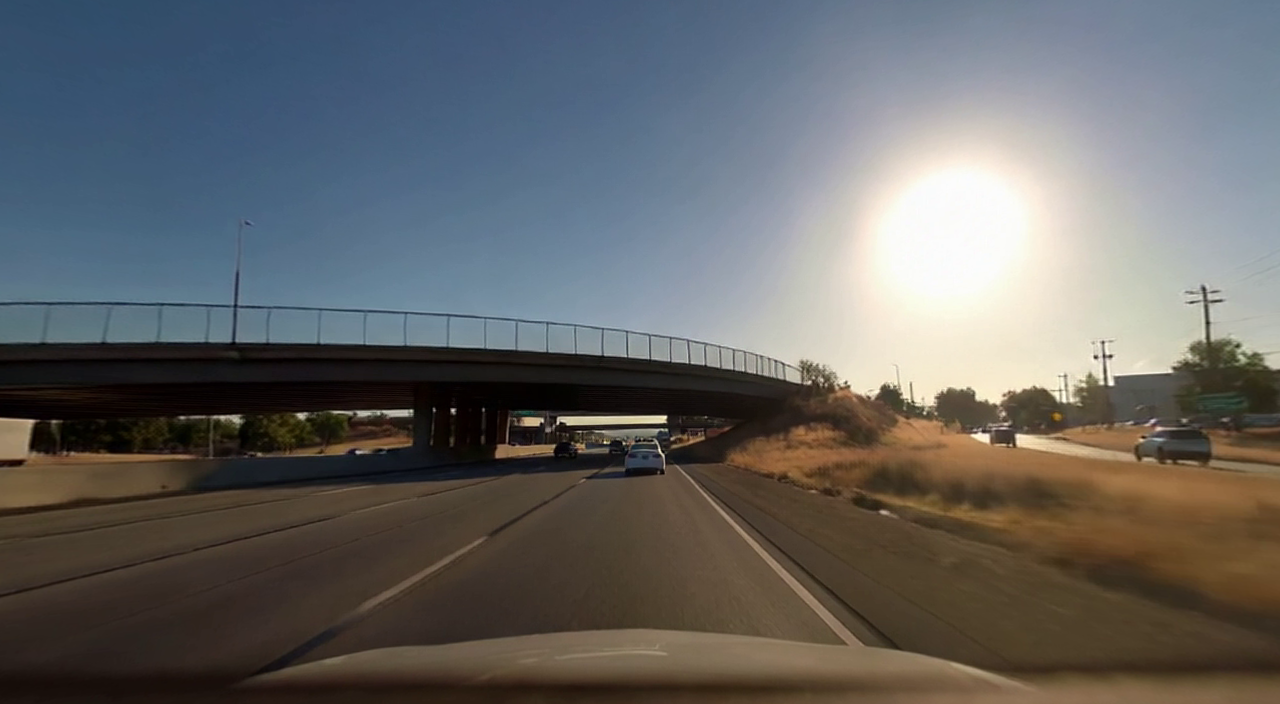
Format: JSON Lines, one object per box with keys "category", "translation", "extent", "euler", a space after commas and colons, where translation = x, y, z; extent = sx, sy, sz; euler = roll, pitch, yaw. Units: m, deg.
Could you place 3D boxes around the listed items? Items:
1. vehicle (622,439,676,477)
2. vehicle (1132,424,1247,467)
{"category": "vehicle", "translation": [0.365, 4.552, 27.298], "extent": [2.145, 1.493, 4.146], "euler": [0, -9, 0]}
{"category": "vehicle", "translation": [24.188, 4.147, 28.035], "extent": [2.095, 1.674, 4.530], "euler": [-1, -9, 17]}
